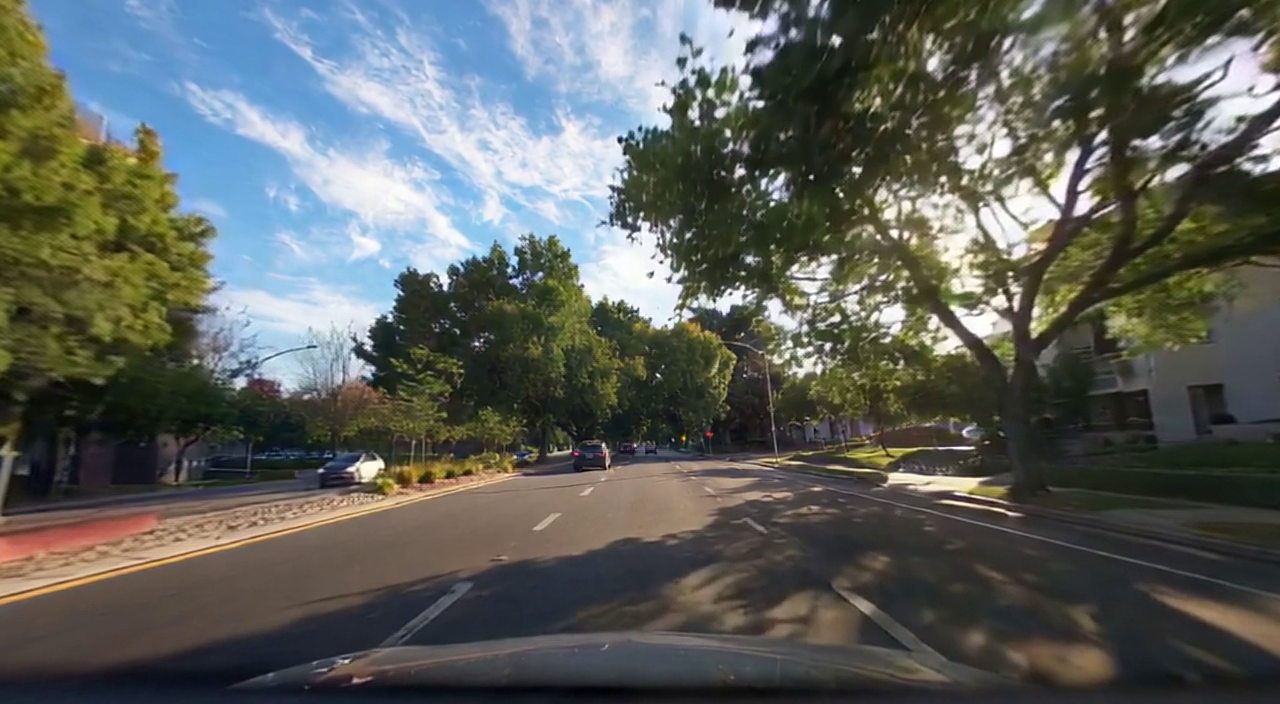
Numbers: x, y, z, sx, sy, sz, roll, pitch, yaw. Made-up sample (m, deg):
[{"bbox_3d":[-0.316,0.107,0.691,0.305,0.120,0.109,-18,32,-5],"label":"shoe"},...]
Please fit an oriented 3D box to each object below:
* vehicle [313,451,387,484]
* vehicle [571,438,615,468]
[{"bbox_3d":[-16.014,6.358,35.087,1.923,1.637,4.409,0,-8,1],"label":"vehicle"},{"bbox_3d":[-2.873,6.253,39.171,2.283,1.716,4.395,0,-8,1],"label":"vehicle"}]
